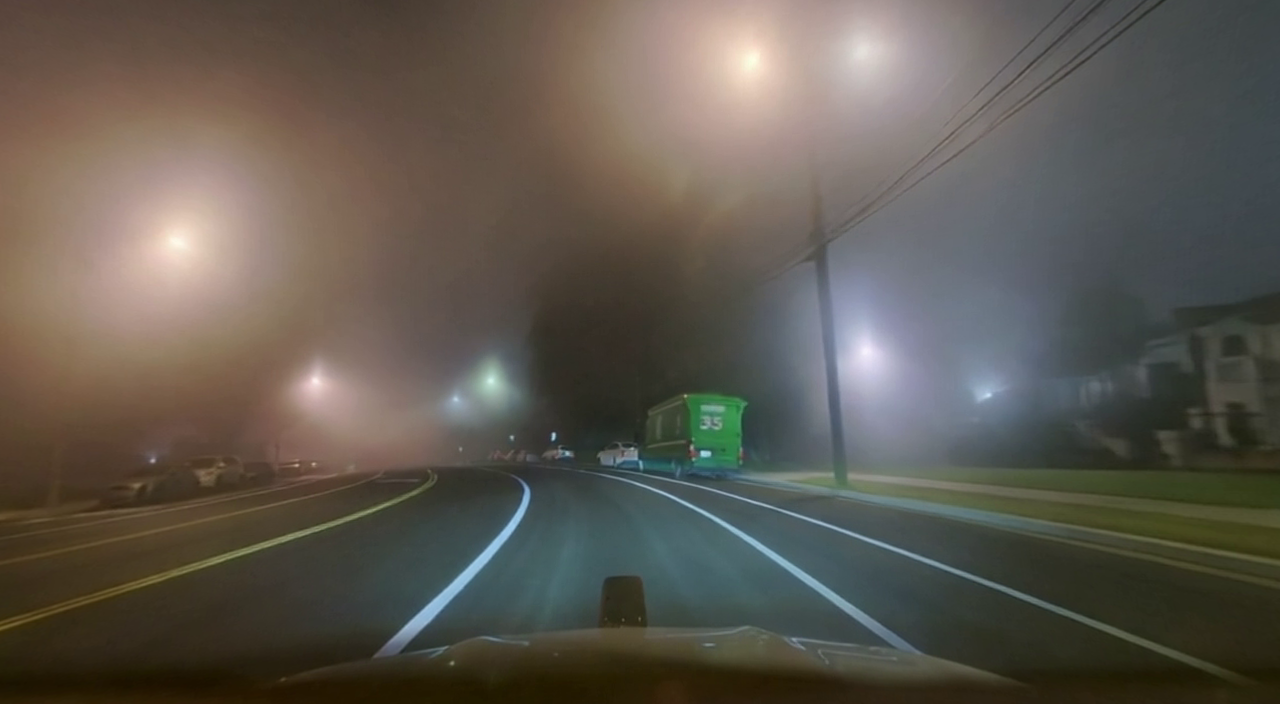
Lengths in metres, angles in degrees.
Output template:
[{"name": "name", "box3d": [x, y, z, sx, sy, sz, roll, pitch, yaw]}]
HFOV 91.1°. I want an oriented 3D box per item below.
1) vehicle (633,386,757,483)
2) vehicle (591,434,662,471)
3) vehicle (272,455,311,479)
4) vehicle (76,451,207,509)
[{"name": "vehicle", "box3d": [1.907, 3.438, 25.750, 2.918, 3.319, 7.595, 2, -9, -12]}, {"name": "vehicle", "box3d": [-0.896, 5.633, 35.386, 2.251, 1.868, 6.178, 3, -9, -18]}, {"name": "vehicle", "box3d": [-26.929, 8.882, 48.614, 1.949, 1.456, 4.497, 2, -7, -20]}, {"name": "vehicle", "box3d": [-17.823, 4.541, 22.751, 1.976, 1.797, 4.249, 2, -9, -13]}]
